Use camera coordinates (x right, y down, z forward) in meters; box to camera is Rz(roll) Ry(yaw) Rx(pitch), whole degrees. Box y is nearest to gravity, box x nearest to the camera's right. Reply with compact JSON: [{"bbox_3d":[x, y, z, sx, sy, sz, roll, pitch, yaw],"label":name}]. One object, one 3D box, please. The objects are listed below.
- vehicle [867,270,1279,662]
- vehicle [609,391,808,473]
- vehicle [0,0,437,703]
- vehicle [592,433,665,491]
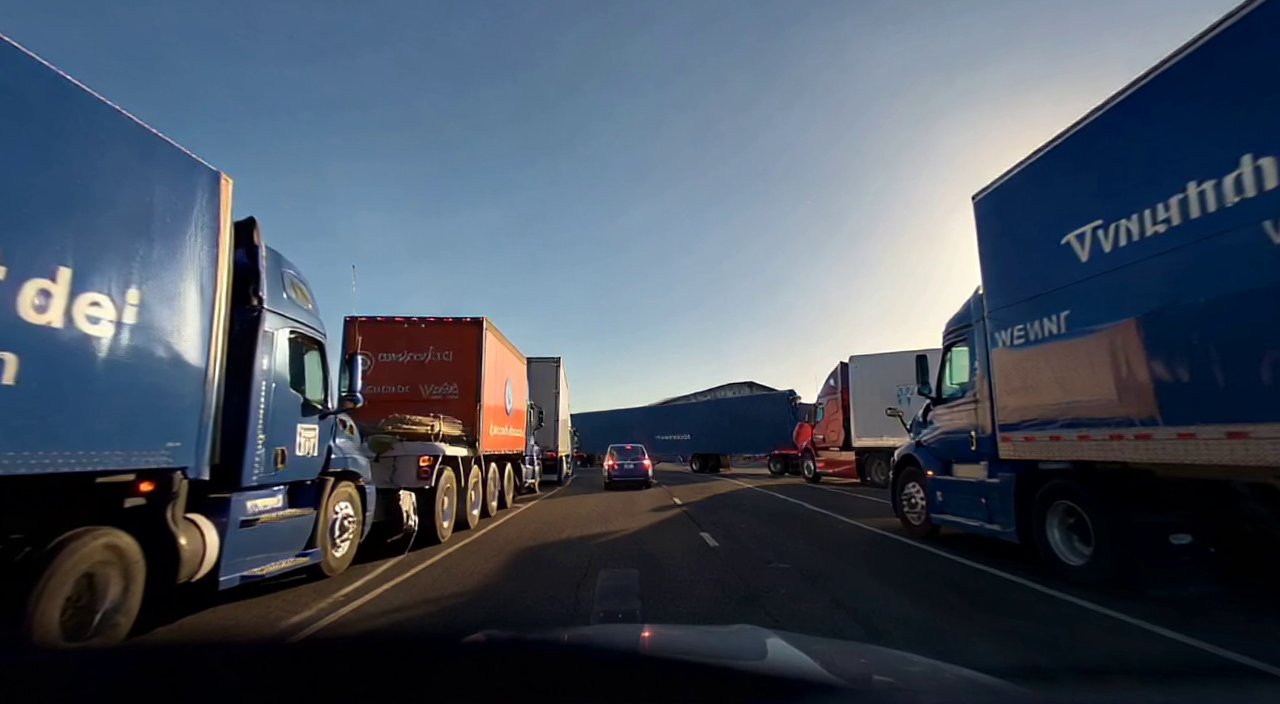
[{"bbox_3d":[5.127,1.158,7.071,2.570,2.439,6.392,0,-9,-1],"label":"vehicle"},{"bbox_3d":[3.438,4.838,38.649,2.877,4.124,14.516,2,-7,-37],"label":"vehicle"},{"bbox_3d":[-3.971,0.472,4.612,2.844,3.085,6.941,0,-9,-2],"label":"vehicle"},{"bbox_3d":[-0.404,3.566,20.521,2.140,1.682,3.971,0,-9,-2],"label":"vehicle"}]
